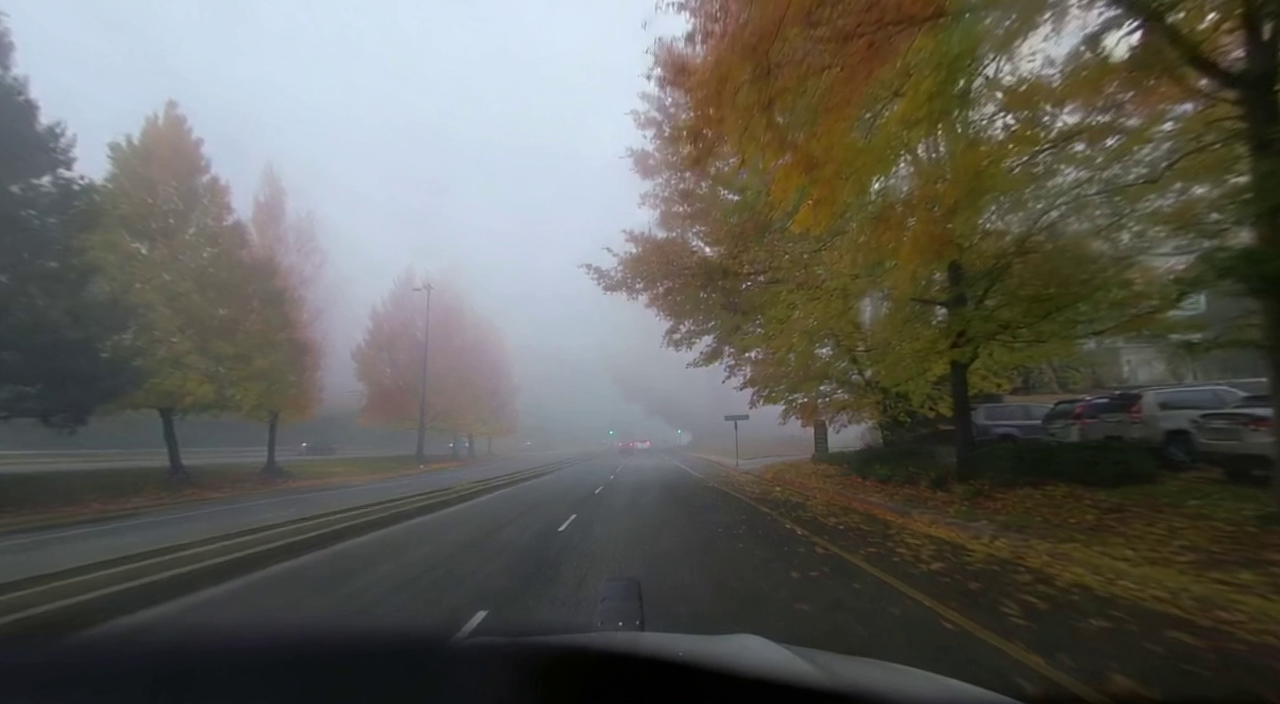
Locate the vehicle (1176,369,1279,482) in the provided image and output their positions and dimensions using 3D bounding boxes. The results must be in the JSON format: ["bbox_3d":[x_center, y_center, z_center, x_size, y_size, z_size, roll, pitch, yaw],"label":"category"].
[{"bbox_3d":[11.123,1.111,9.285,4.428,1.562,2.133,0,-8,0],"label":"vehicle"}]

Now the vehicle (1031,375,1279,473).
[{"bbox_3d":[11.919,1.638,14.227,4.625,1.797,2.092,-4,-8,0],"label":"vehicle"}]
